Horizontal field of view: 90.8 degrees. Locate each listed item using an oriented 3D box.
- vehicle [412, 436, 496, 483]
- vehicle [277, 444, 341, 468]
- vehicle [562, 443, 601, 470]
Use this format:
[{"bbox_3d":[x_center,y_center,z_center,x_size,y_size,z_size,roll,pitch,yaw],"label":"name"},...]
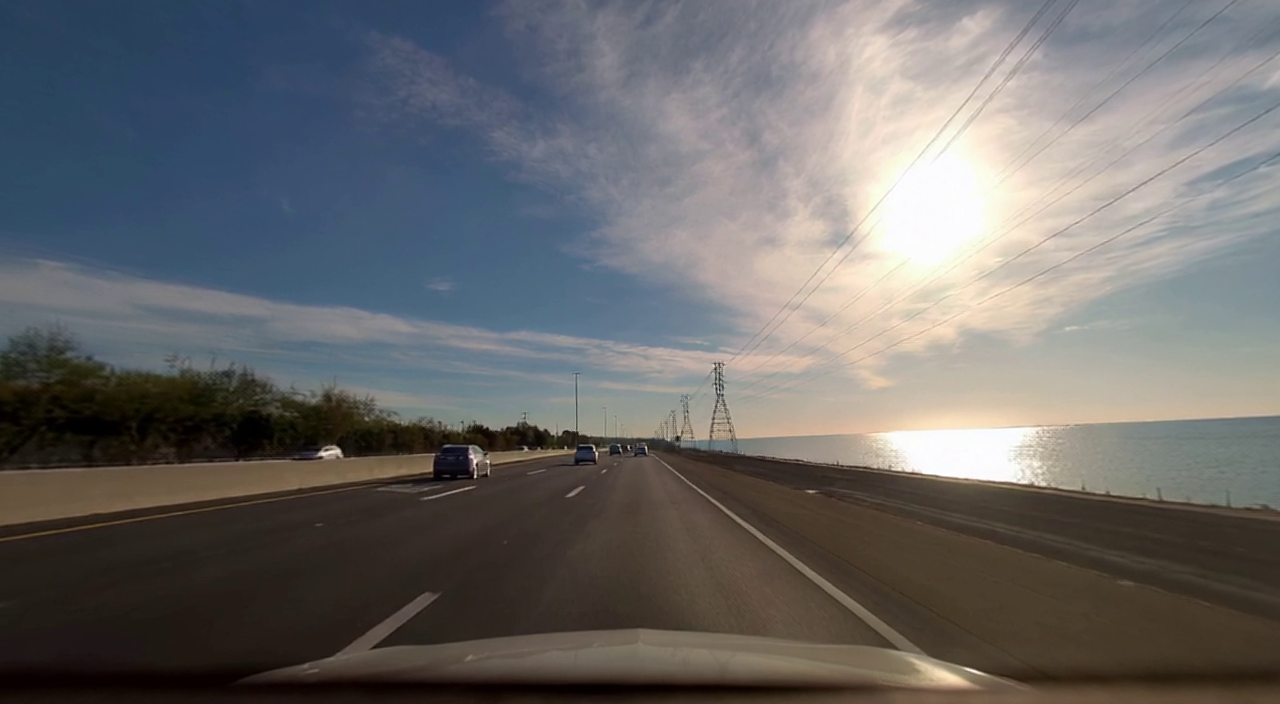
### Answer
[{"bbox_3d":[-7.454,4.330,25.790,2.050,1.717,4.418,0,-8,0],"label":"vehicle"},{"bbox_3d":[-22.634,7.141,43.404,1.932,1.530,4.473,0,-8,0],"label":"vehicle"},{"bbox_3d":[-3.505,6.359,38.609,1.957,1.494,4.207,0,-8,1],"label":"vehicle"}]
